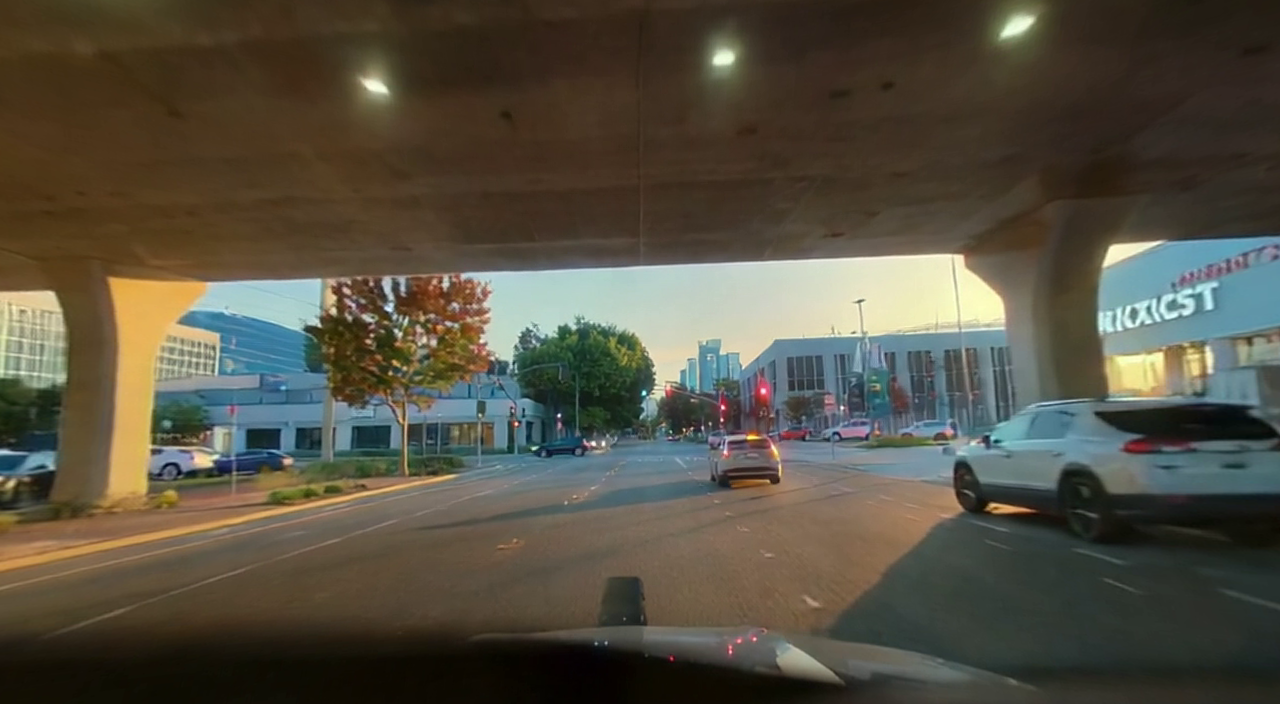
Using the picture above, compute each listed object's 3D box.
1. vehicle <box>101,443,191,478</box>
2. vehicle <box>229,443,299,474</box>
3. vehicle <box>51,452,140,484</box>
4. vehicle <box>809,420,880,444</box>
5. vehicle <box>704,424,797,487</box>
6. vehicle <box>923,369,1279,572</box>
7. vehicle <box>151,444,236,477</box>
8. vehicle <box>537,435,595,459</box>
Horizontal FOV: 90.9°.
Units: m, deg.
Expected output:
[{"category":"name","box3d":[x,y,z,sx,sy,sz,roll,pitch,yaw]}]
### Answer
[{"category":"vehicle","box3d":[-29.804,6.529,38.241,1.811,1.942,4.376,0,-8,1]},{"category":"vehicle","box3d":[-22.675,6.413,38.231,1.757,1.699,3.854,0,-8,2]},{"category":"vehicle","box3d":[-32.850,6.970,38.183,1.735,1.721,3.993,0,-8,1]},{"category":"vehicle","box3d":[15.259,5.988,47.252,4.611,1.778,1.939,0,-8,1]},{"category":"vehicle","box3d":[3.011,2.903,18.038,1.947,1.576,3.825,0,-8,0]},{"category":"vehicle","box3d":[6.855,1.619,9.560,2.433,2.116,5.789,0,-8,0]},{"category":"vehicle","box3d":[-27.040,6.534,38.400,1.807,1.795,4.566,0,-8,1]},{"category":"vehicle","box3d":[-5.180,6.599,43.908,2.099,1.562,4.037,7,-10,-41]}]
